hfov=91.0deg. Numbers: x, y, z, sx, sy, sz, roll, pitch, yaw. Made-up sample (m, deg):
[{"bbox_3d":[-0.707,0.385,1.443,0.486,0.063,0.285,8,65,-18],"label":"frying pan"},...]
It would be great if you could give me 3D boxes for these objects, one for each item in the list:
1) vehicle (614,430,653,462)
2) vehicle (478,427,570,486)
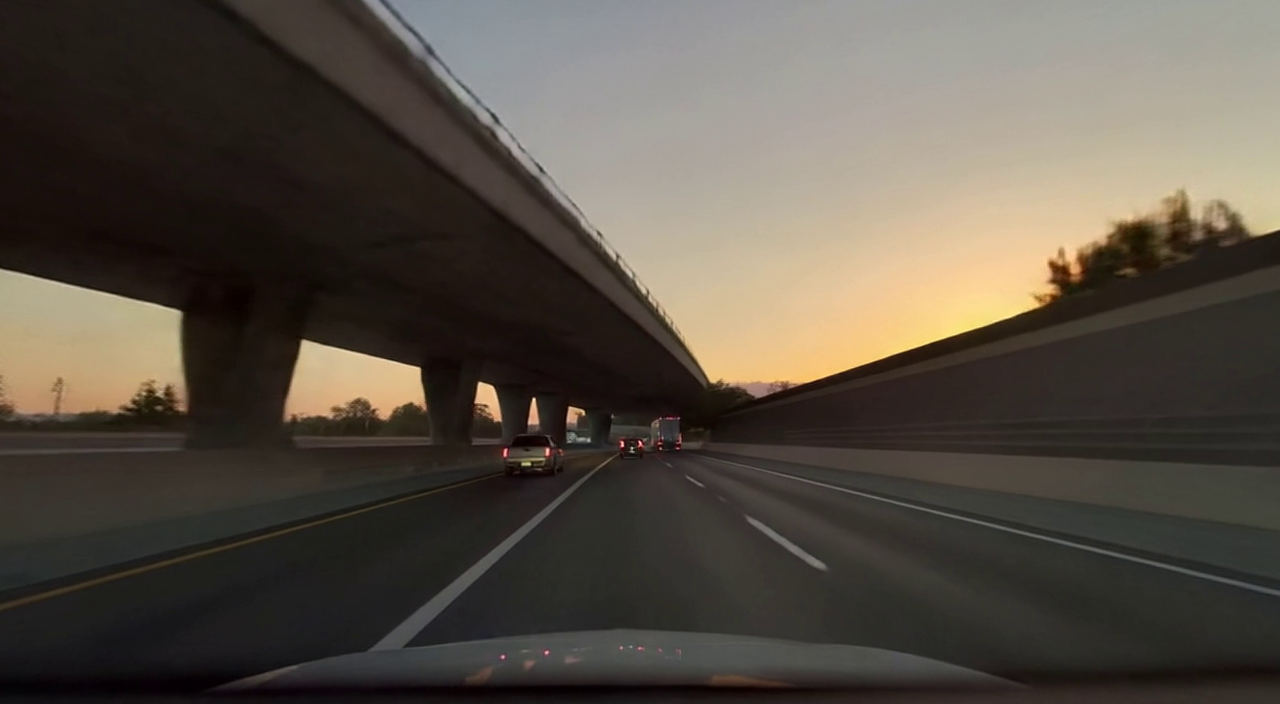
[{"bbox_3d":[-0.510,6.283,42.262,2.456,2.007,4.728,0,-8,-2],"label":"vehicle"},{"bbox_3d":[-3.786,3.499,21.461,2.326,1.761,4.450,0,-8,0],"label":"vehicle"}]
